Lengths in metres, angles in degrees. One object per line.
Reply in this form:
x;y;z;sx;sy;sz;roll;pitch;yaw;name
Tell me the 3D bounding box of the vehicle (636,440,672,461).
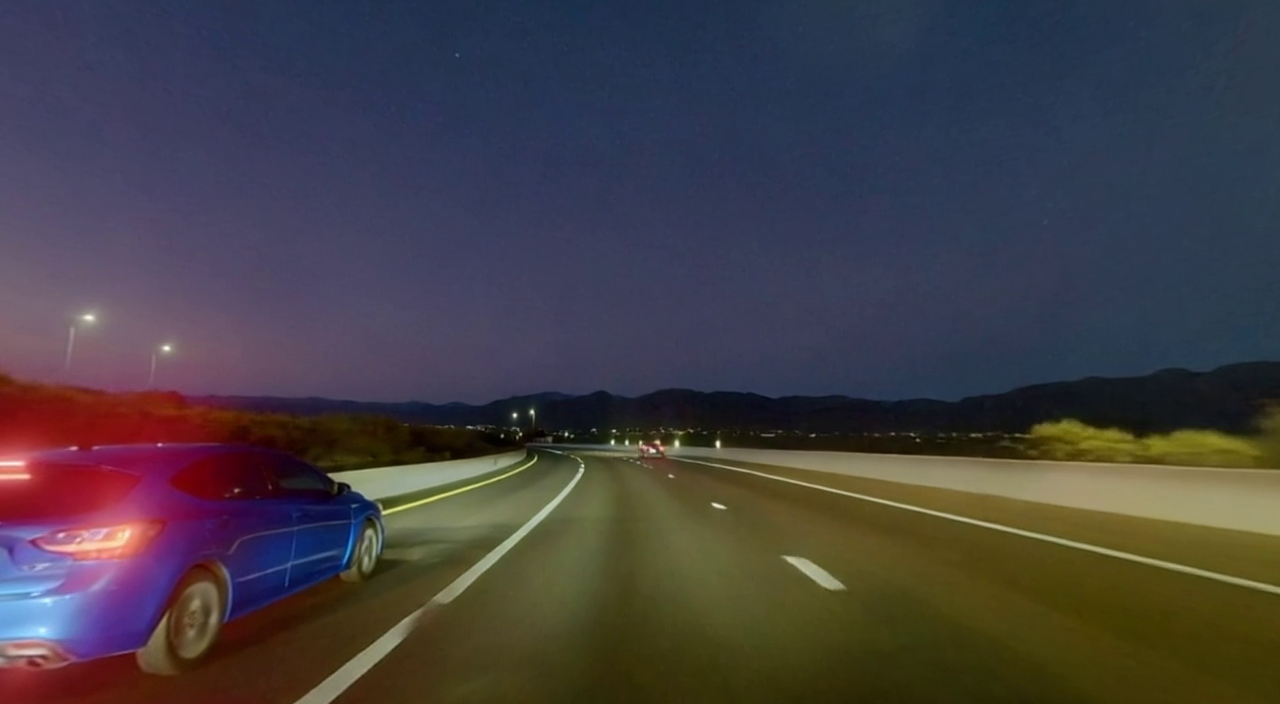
0.998;7.416;47.425;1.985;1.440;4.466;1;-9;-9;vehicle
